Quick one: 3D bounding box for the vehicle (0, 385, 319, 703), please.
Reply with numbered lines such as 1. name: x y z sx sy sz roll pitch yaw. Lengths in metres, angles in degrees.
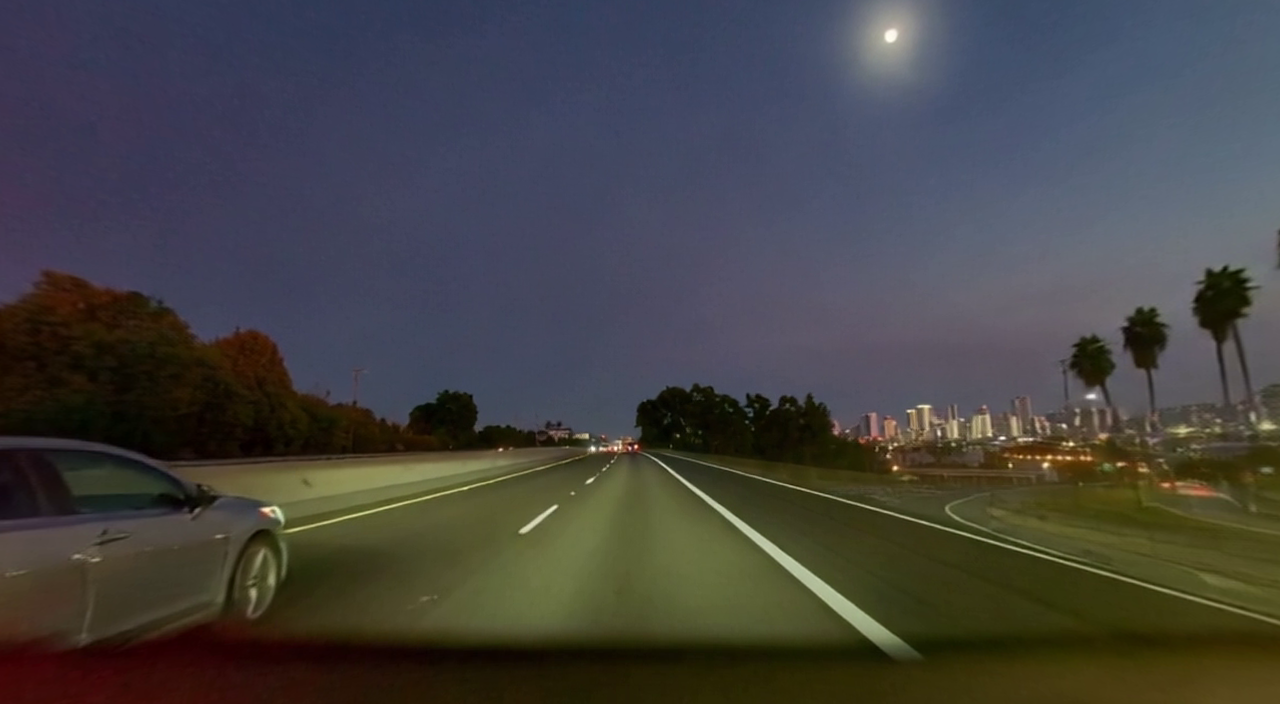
1. vehicle: -3.836 0.967 2.945 2.092 1.562 4.748 0 -8 1
